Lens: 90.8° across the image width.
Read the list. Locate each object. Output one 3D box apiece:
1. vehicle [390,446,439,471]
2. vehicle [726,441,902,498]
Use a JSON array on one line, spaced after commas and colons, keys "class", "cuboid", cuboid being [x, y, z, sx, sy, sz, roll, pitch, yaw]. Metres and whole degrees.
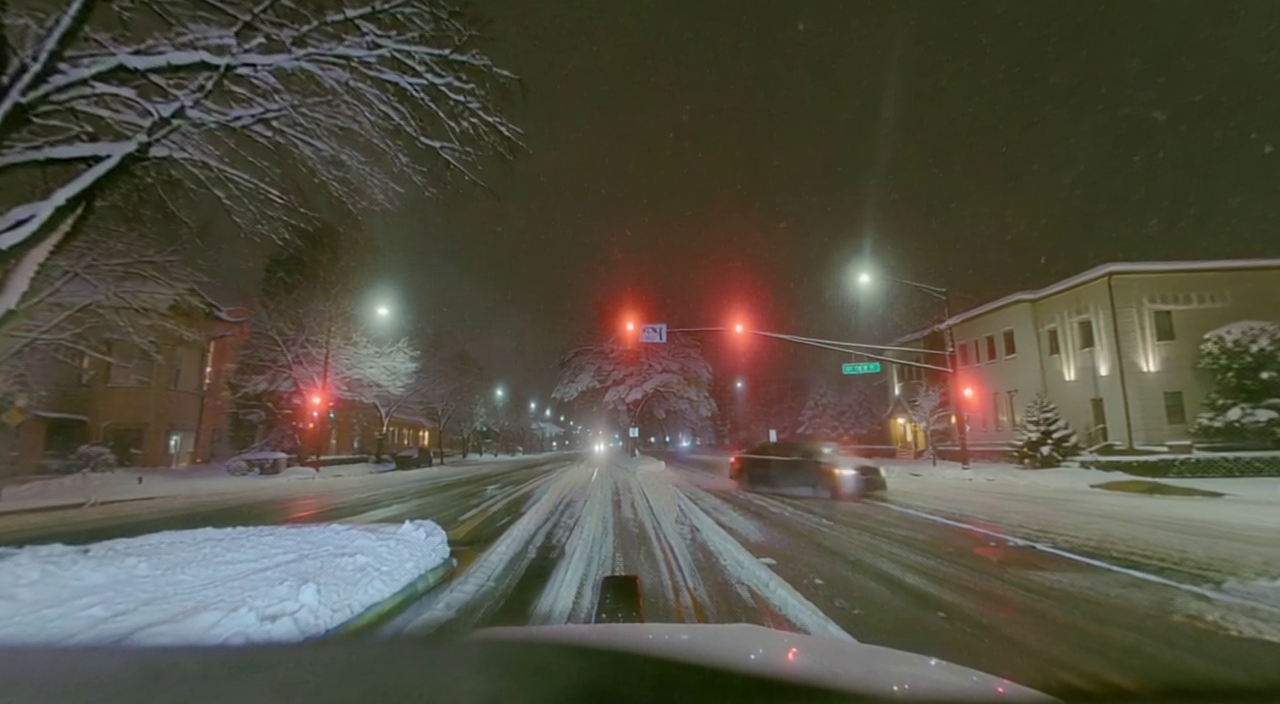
[{"class": "vehicle", "cuboid": [-16.495, 7.809, 46.442, 2.075, 1.708, 4.335, 0, -8, -1]}, {"class": "vehicle", "cuboid": [4.961, 3.387, 18.677, 1.933, 1.460, 4.683, 7, -11, -40]}]
